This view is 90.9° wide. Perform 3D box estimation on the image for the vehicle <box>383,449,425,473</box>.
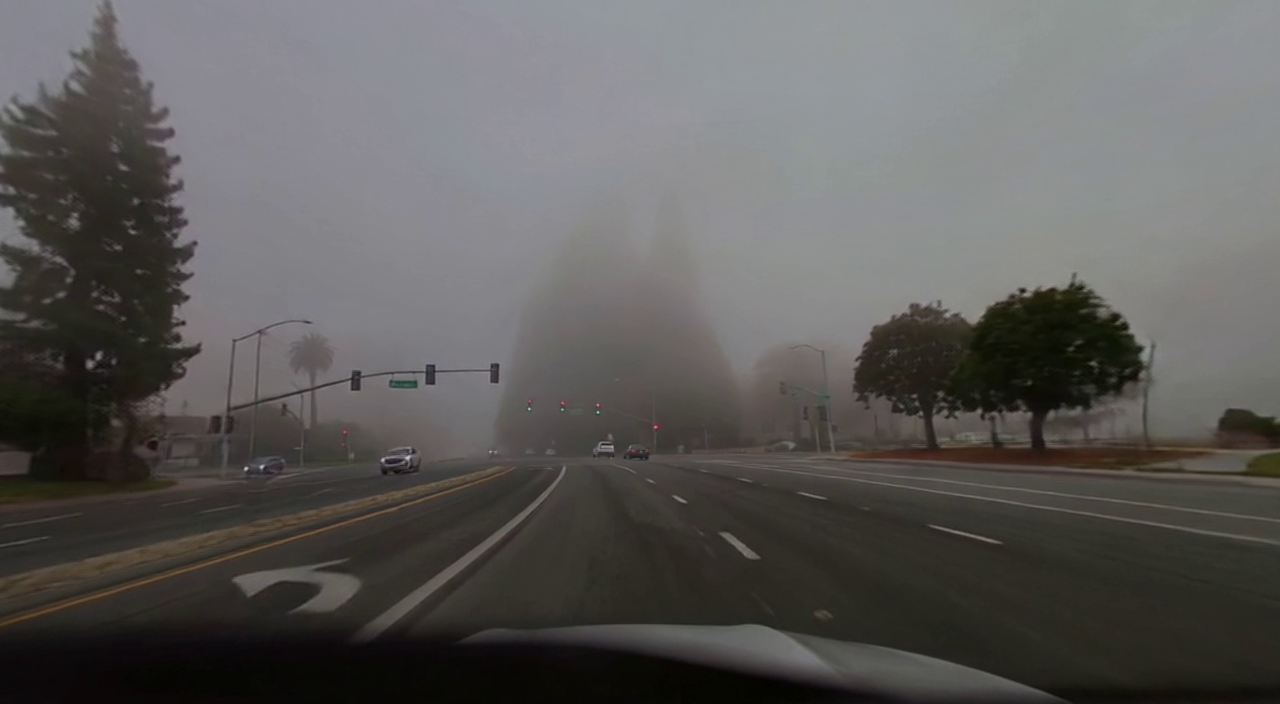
[{"bbox_3d":[-17.360,8.015,46.504,2.017,1.611,4.403,1,-9,-9],"label":"vehicle"}]
